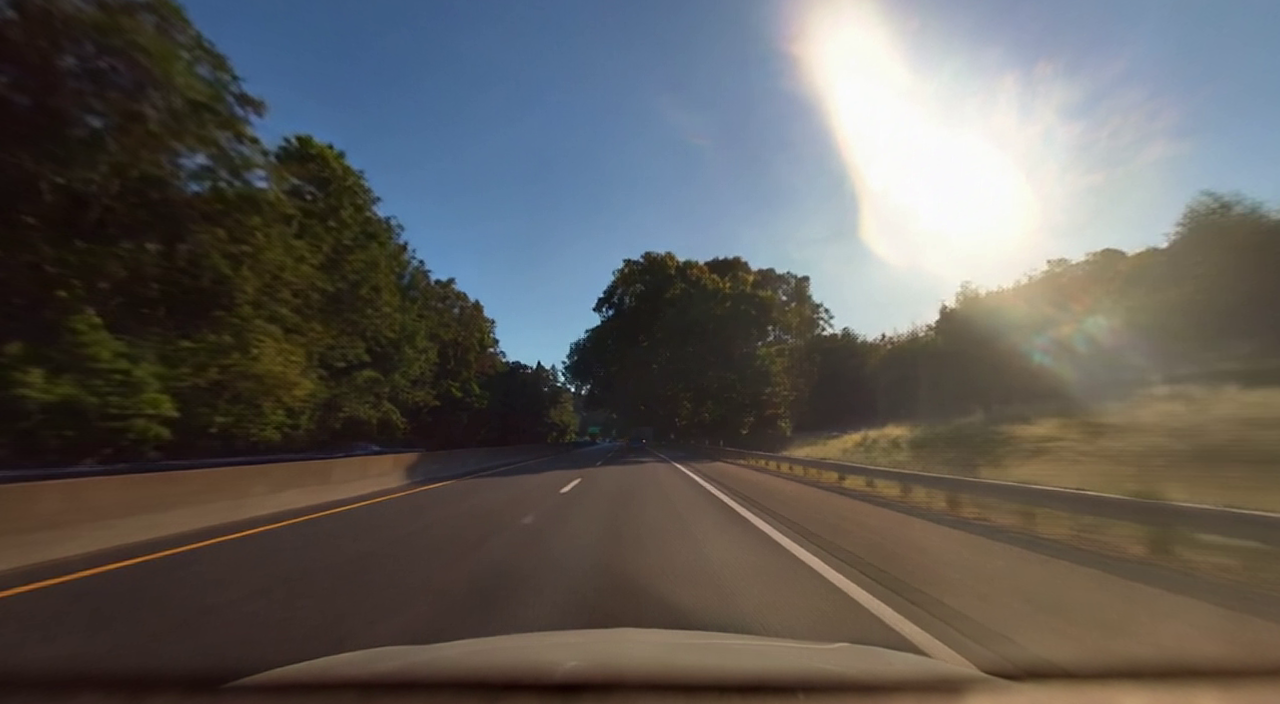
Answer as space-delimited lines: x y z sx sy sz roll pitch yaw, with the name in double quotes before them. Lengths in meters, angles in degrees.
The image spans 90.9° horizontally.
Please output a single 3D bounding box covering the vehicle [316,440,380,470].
"vehicle" -16.045 5.645 34.805 1.705 1.578 3.793 0 -8 0
